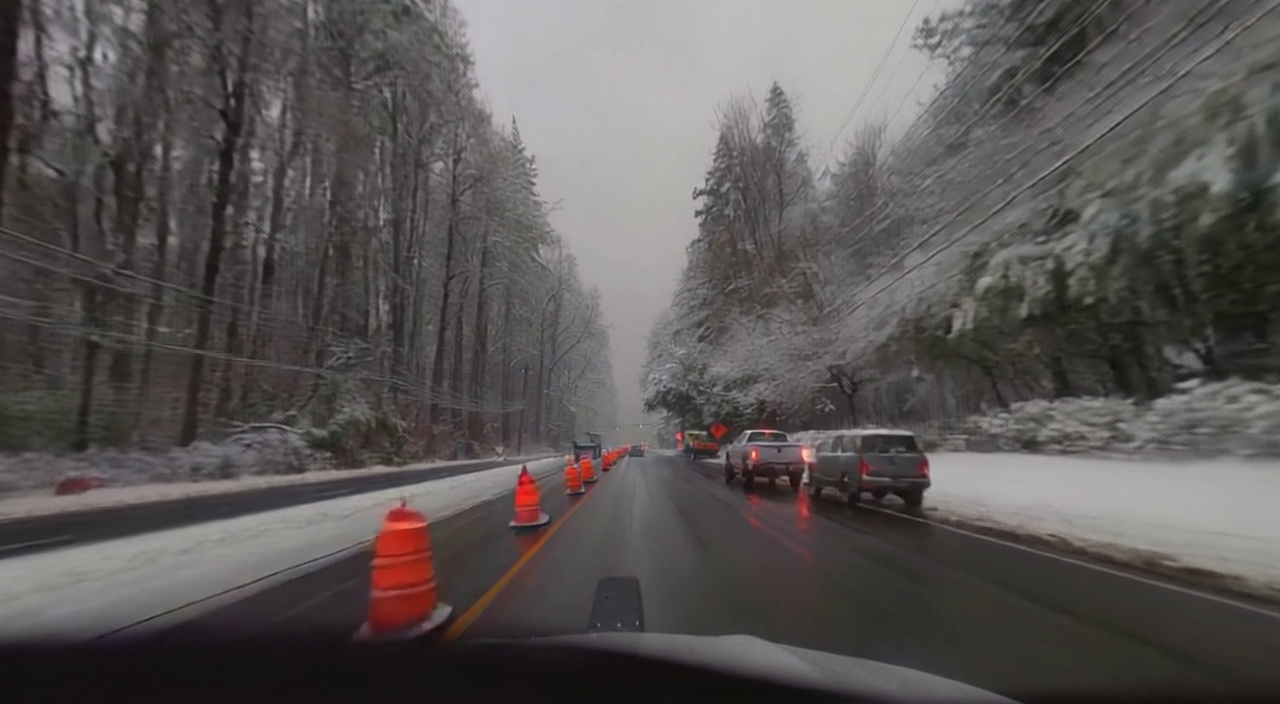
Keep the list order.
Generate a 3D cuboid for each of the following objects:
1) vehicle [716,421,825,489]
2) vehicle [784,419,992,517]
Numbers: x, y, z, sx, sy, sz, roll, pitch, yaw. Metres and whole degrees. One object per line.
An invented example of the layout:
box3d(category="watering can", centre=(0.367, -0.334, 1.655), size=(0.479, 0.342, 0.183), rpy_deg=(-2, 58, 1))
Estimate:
box3d(category="vehicle", centre=(4.678, 3.999, 23.925), size=(2.694, 2.177, 6.177), rpy_deg=(1, -11, -1))
box3d(category="vehicle", centre=(5.755, 2.800, 15.974), size=(2.294, 1.949, 6.246), rpy_deg=(0, -8, -5))
